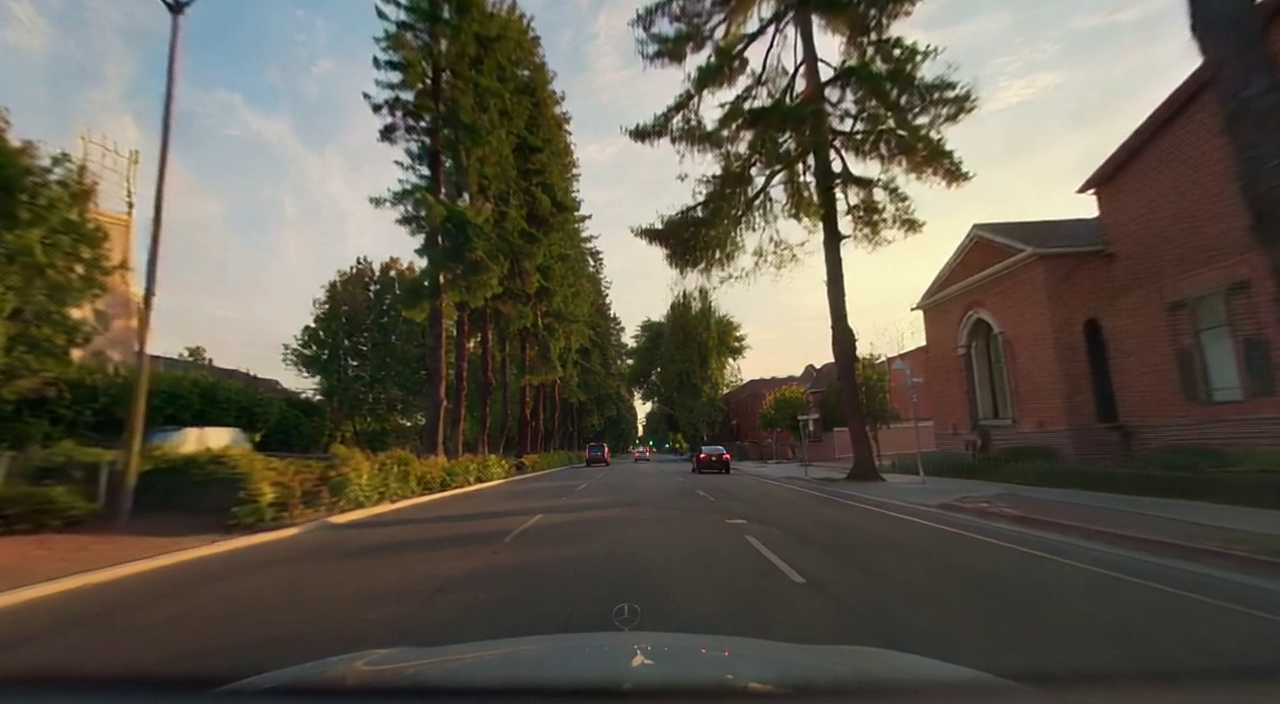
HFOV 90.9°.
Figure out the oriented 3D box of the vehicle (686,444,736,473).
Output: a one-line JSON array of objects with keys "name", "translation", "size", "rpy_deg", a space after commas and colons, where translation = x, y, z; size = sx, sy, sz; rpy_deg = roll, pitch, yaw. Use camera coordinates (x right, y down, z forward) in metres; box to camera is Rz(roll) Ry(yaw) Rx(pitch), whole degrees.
[{"name": "vehicle", "translation": [3.986, 6.056, 36.132], "size": [2.237, 1.578, 4.621], "rpy_deg": [0, -8, -1]}]
